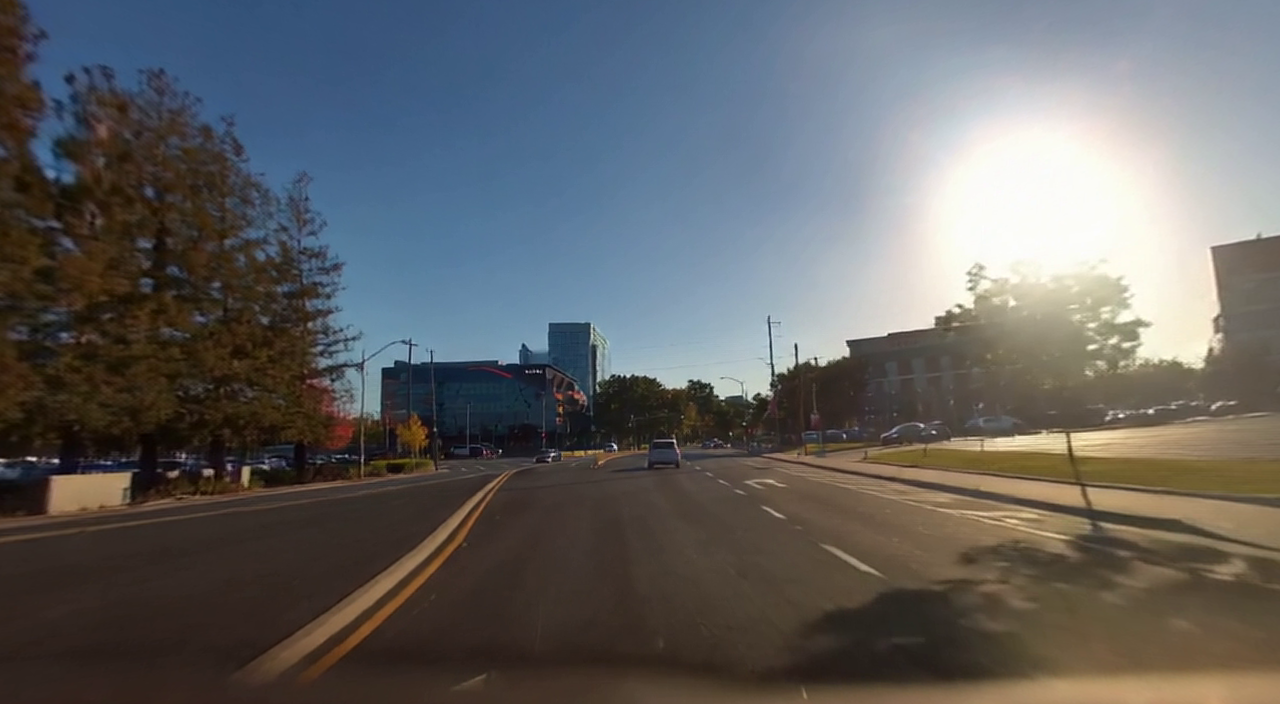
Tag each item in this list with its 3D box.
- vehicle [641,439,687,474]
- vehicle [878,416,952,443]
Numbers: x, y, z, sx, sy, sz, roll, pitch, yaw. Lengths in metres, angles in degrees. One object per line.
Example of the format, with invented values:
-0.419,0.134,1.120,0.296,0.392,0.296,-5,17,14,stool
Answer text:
1.211,5.249,31.875,2.181,1.639,4.127,0,-9,2,vehicle
19.925,5.671,45.948,4.359,1.849,2.152,-1,-8,3,vehicle
